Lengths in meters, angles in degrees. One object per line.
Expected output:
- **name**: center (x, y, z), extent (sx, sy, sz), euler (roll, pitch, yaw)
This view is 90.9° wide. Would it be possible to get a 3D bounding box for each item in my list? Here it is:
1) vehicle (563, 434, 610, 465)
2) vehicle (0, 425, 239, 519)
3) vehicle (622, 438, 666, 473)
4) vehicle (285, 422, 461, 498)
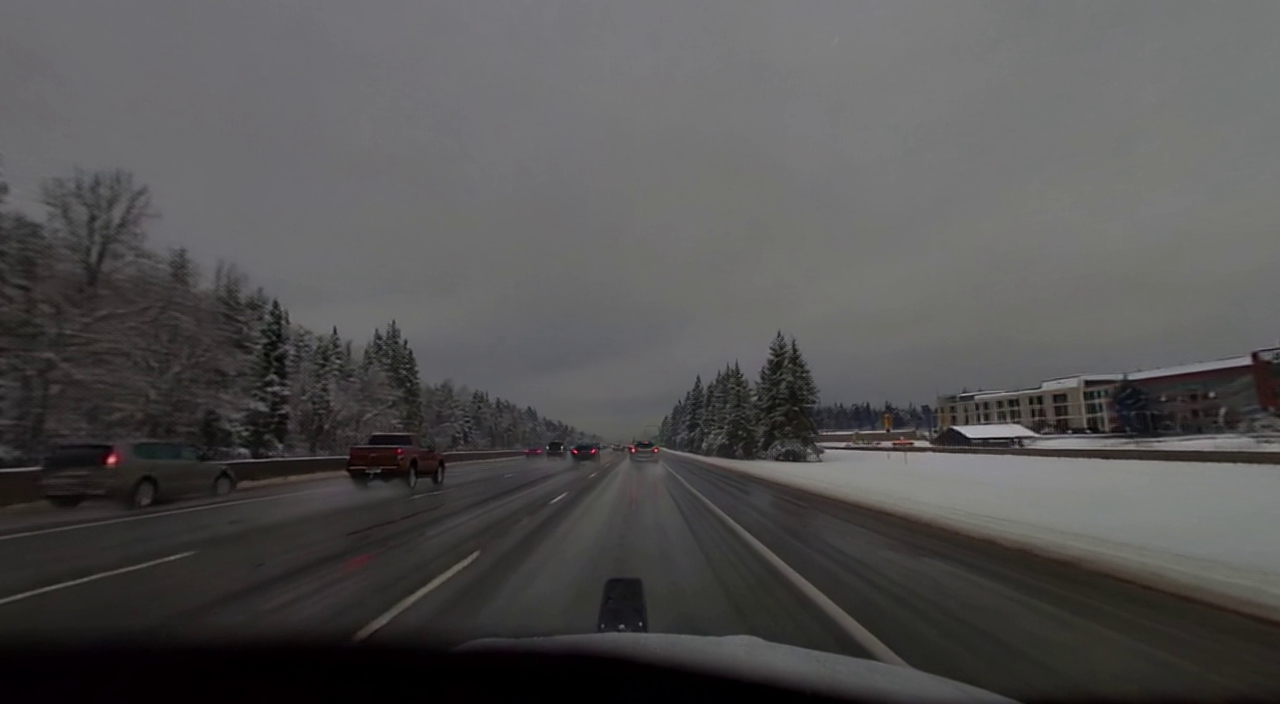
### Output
- **vehicle**: center (-3.726, 6.953, 45.151), extent (2.751, 2.050, 5.761), euler (0, -8, 1)
- **vehicle**: center (-11.616, 2.578, 14.104), extent (2.187, 1.726, 4.634), euler (0, -8, 1)
- **vehicle**: center (0.190, 5.382, 33.037), extent (2.135, 1.697, 4.757), euler (0, -8, 0)
- **vehicle**: center (-7.559, 3.149, 18.878), extent (2.521, 1.901, 5.988), euler (0, -8, 1)
